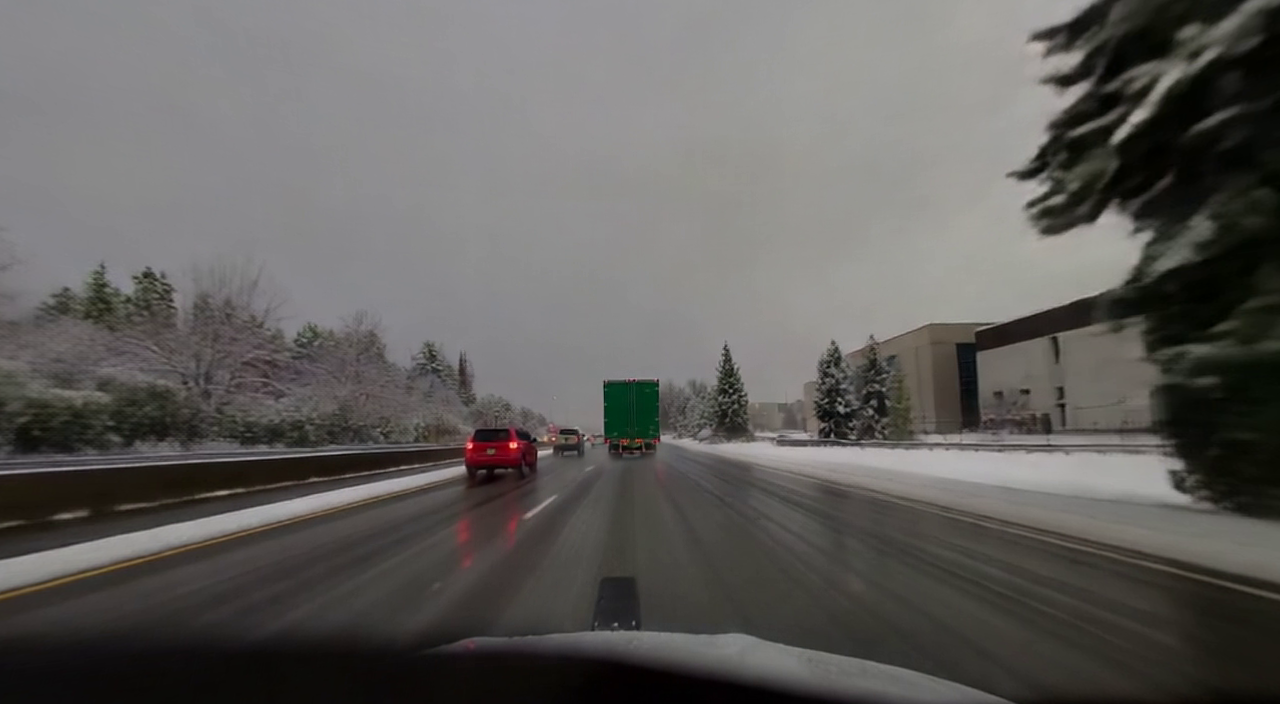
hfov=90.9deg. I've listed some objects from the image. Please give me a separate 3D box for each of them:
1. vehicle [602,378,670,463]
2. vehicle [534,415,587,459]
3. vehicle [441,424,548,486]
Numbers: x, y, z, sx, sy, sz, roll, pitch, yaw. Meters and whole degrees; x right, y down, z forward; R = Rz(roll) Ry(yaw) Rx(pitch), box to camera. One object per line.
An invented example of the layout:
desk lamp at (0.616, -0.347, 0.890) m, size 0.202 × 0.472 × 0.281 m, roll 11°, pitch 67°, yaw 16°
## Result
vehicle at (-0.340, 3.966, 35.304) m, size 3.259 × 4.066 × 9.891 m, roll 0°, pitch -8°, yaw -2°
vehicle at (-5.139, 5.677, 42.086) m, size 2.717 × 2.714 × 6.997 m, roll 0°, pitch -8°, yaw -1°
vehicle at (-4.219, 3.069, 19.252) m, size 2.005 × 1.602 × 5.131 m, roll 0°, pitch -8°, yaw 1°
